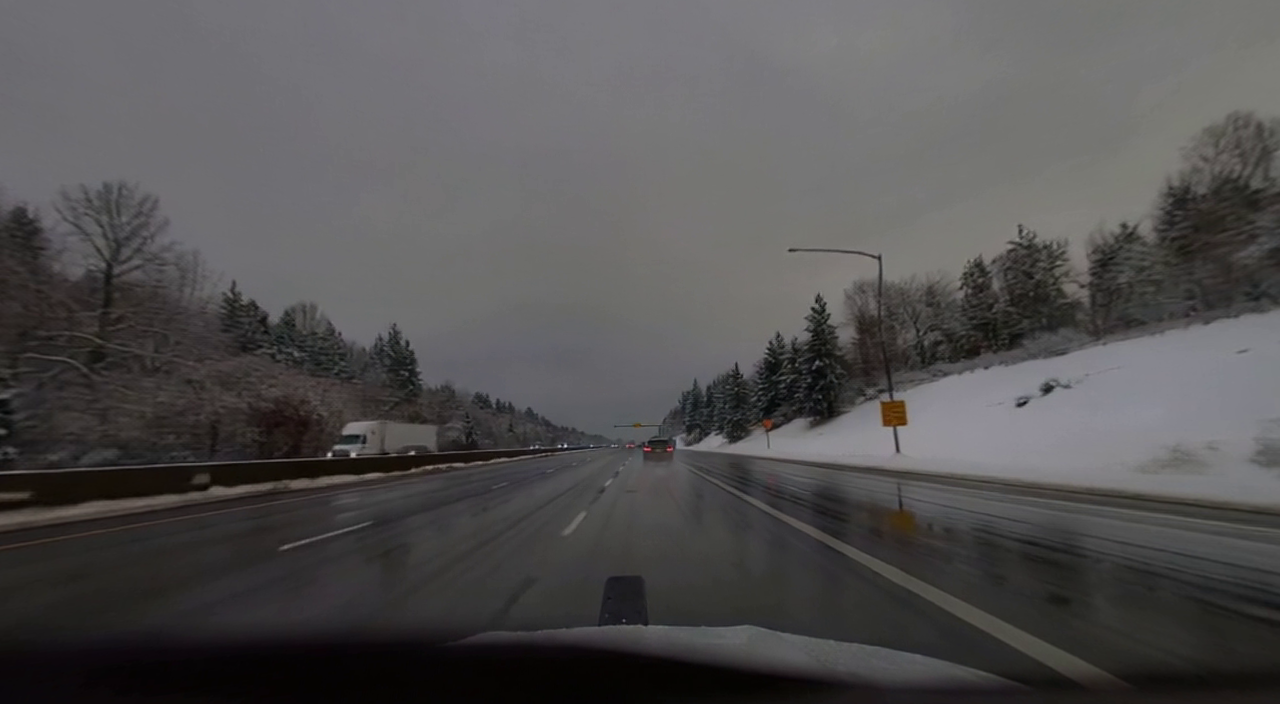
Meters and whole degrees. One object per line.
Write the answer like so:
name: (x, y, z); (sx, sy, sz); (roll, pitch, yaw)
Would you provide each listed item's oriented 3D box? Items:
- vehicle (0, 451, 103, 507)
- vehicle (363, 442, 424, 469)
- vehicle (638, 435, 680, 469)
vehicle: (-21.178, 4.245, 21.358); (2.074, 1.726, 4.377); (0, -8, 0)
vehicle: (-17.338, 7.262, 44.670); (2.064, 1.785, 5.368); (0, -8, 1)
vehicle: (1.036, 5.698, 36.059); (2.260, 1.766, 4.348); (0, -8, 0)
